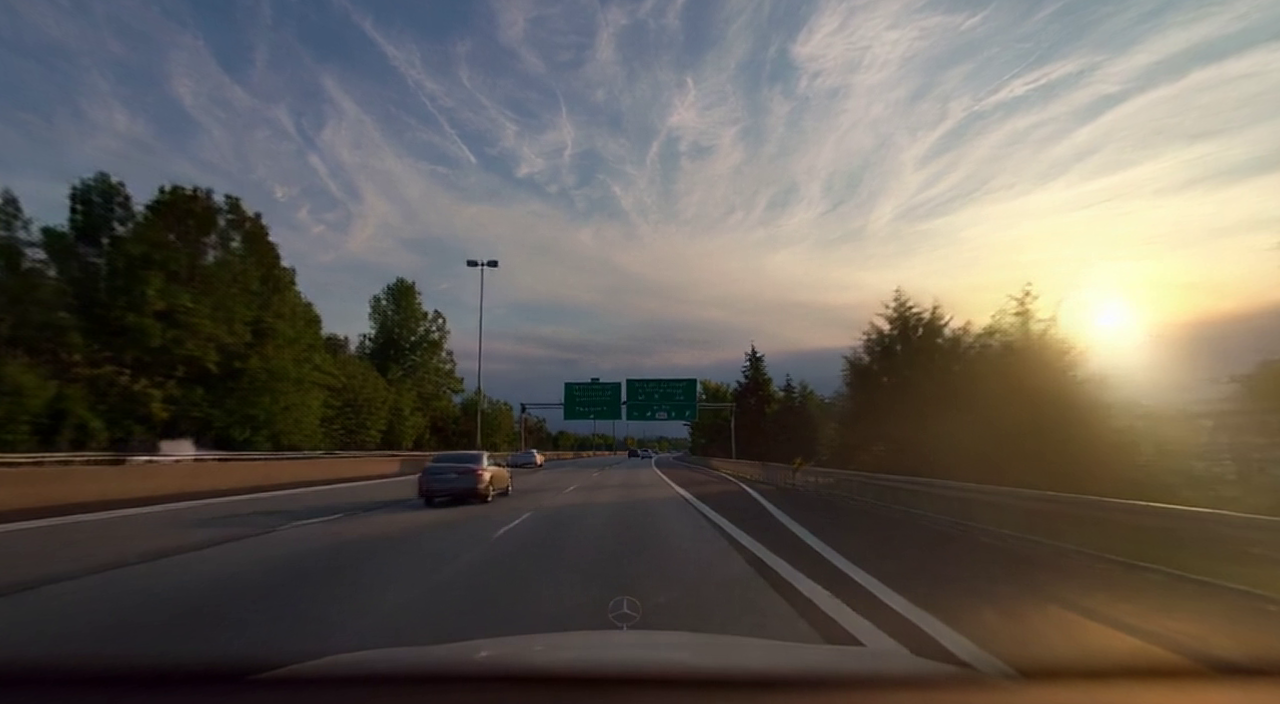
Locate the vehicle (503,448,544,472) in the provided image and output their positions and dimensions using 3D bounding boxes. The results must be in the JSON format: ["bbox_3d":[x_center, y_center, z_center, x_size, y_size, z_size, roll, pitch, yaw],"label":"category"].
[{"bbox_3d":[-7.719,7.182,42.022,1.835,1.459,4.636,1,-9,0],"label":"vehicle"}]

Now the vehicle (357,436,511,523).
[{"bbox_3d":[-4.288,2.716,14.025,1.875,1.587,4.687,0,-9,-1],"label":"vehicle"}]
